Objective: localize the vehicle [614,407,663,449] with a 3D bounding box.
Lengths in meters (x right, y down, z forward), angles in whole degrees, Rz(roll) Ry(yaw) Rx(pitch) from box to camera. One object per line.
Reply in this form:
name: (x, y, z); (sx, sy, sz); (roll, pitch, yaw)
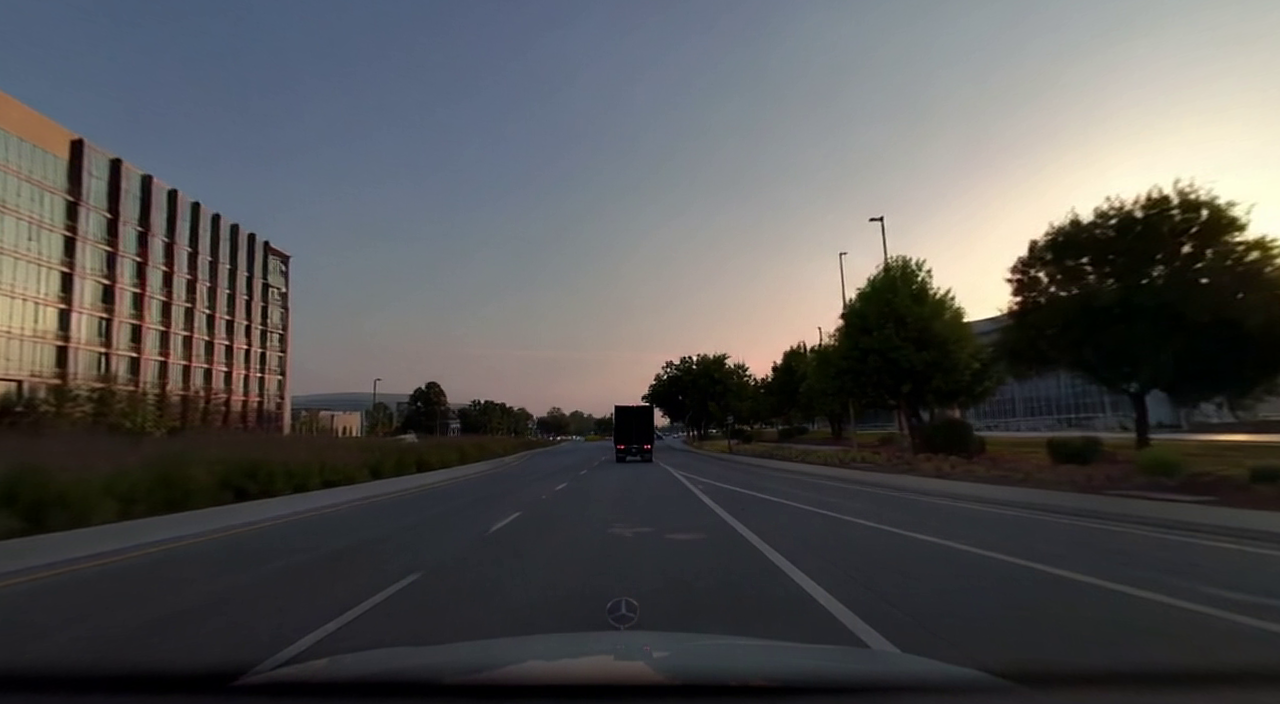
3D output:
vehicle: (-0.175, 3.743, 30.488); (2.178, 1.829, 4.932); (0, -9, -2)
